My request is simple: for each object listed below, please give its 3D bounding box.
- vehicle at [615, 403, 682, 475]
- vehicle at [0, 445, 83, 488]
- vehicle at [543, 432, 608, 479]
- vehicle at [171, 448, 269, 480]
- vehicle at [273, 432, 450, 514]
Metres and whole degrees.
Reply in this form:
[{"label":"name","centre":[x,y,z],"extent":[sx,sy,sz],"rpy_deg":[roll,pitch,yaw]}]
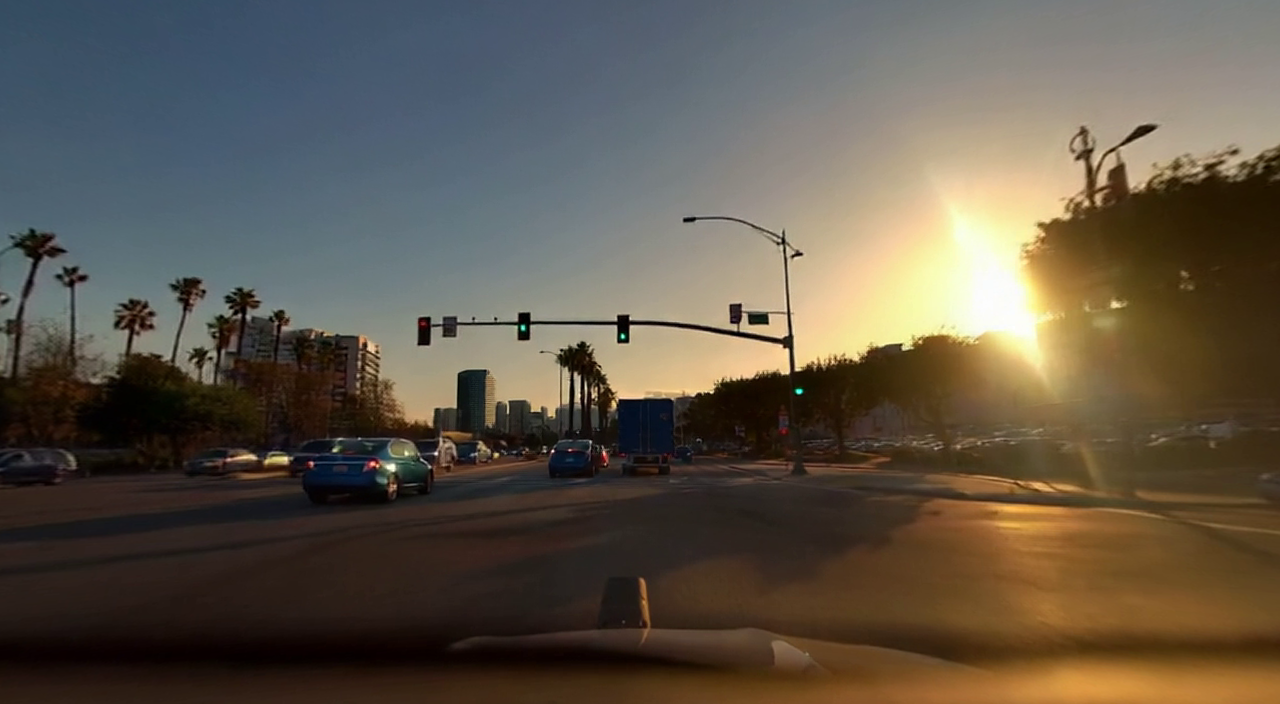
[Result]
[{"label":"vehicle","centre":[0.425,4.414,31.712],"extent":[2.993,3.235,6.692],"rpy_deg":[0,-9,1]},{"label":"vehicle","centre":[-27.913,5.022,27.695],"extent":[2.006,1.791,4.944],"rpy_deg":[0,-9,1]},{"label":"vehicle","centre":[-2.701,4.499,27.520],"extent":[2.178,1.826,4.933],"rpy_deg":[0,-9,2]},{"label":"vehicle","centre":[-21.332,5.681,32.119],"extent":[1.876,1.479,4.443],"rpy_deg":[0,-9,1]},{"label":"vehicle","centre":[-6.354,2.797,15.076],"extent":[2.045,1.630,4.680],"rpy_deg":[0,-9,1]}]
